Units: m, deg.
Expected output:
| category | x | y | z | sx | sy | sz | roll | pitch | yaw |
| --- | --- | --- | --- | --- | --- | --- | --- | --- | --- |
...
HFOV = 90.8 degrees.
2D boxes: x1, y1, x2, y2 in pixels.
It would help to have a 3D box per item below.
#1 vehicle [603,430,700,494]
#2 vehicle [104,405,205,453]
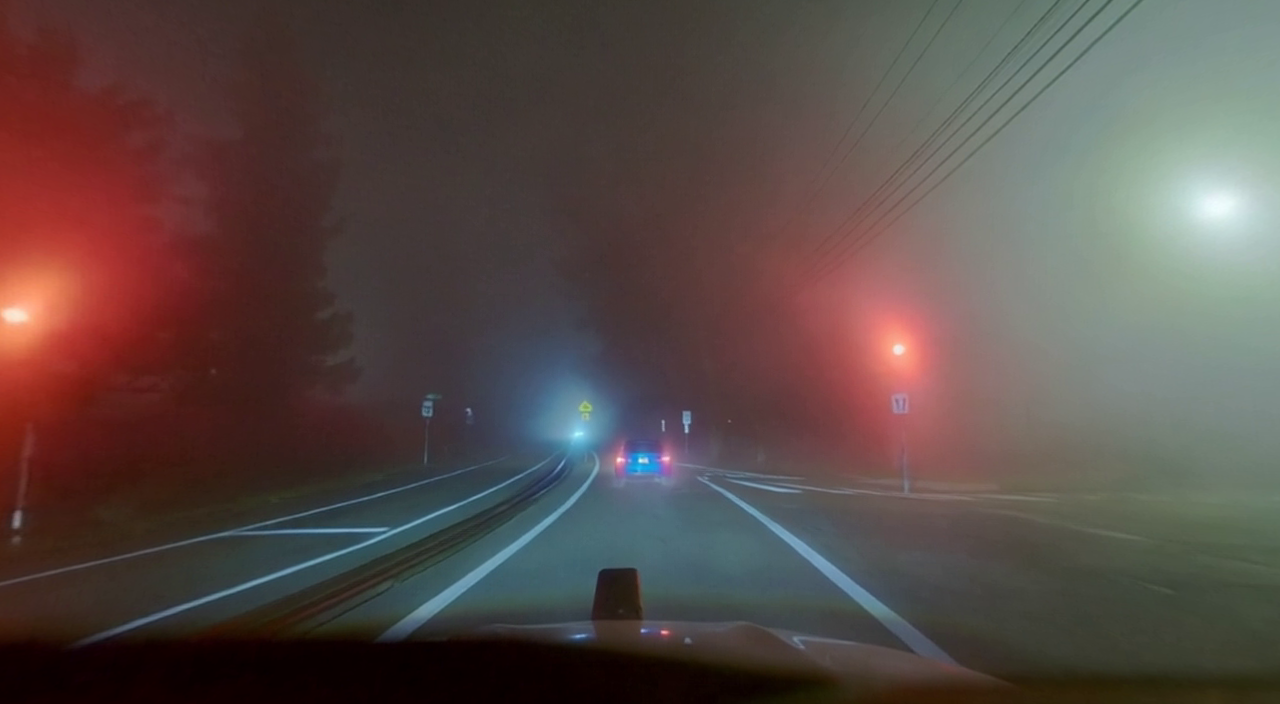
| category | x | y | z | sx | sy | sz | roll | pitch | yaw |
| --- | --- | --- | --- | --- | --- | --- | --- | --- | --- |
| vehicle | 0.177 | 2.929 | 17.217 | 2.295 | 1.510 | 4.364 | 0 | -8 | -3 |
| vehicle | -31.216 | 5.078 | 41.021 | 2.983 | 2.816 | 7.042 | 3 | -9 | -20 |
